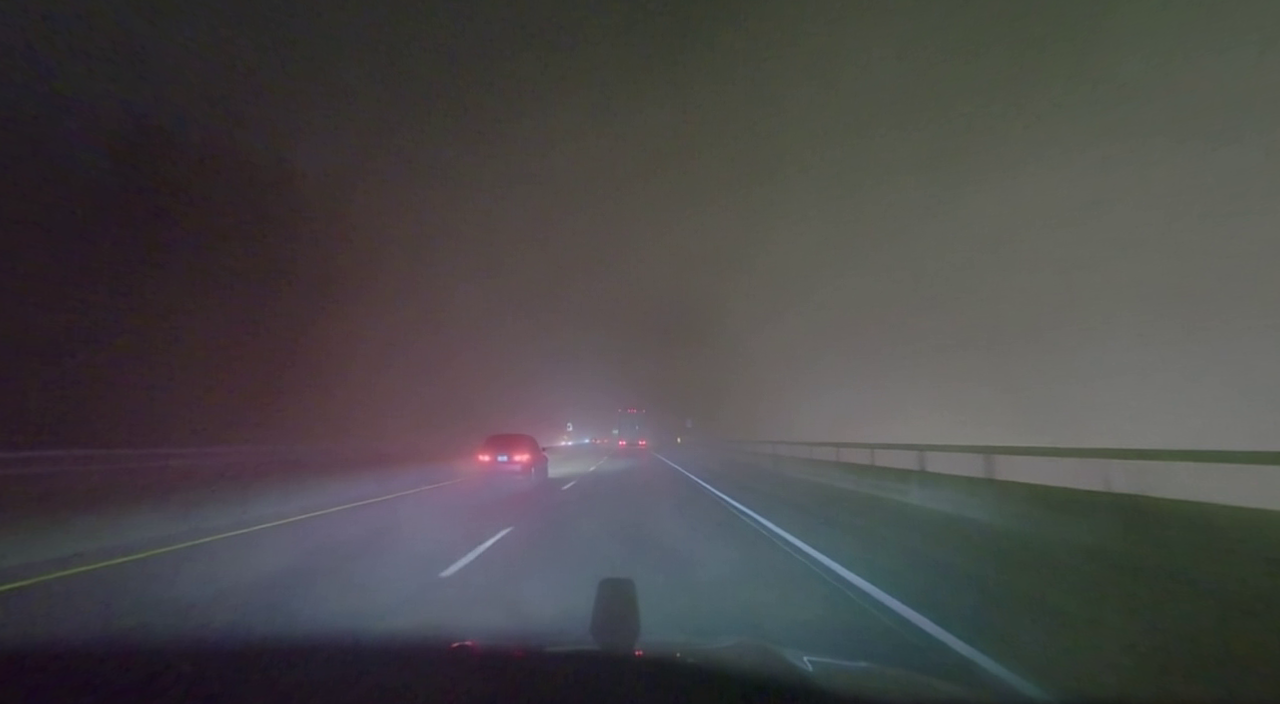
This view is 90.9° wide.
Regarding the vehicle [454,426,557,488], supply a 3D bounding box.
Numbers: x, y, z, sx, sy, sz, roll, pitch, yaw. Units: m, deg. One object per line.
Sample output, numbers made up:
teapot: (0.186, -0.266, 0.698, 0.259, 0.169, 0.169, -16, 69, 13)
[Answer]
vehicle: (-3.905, 3.117, 19.192, 2.123, 1.655, 4.688, 0, -8, 0)
